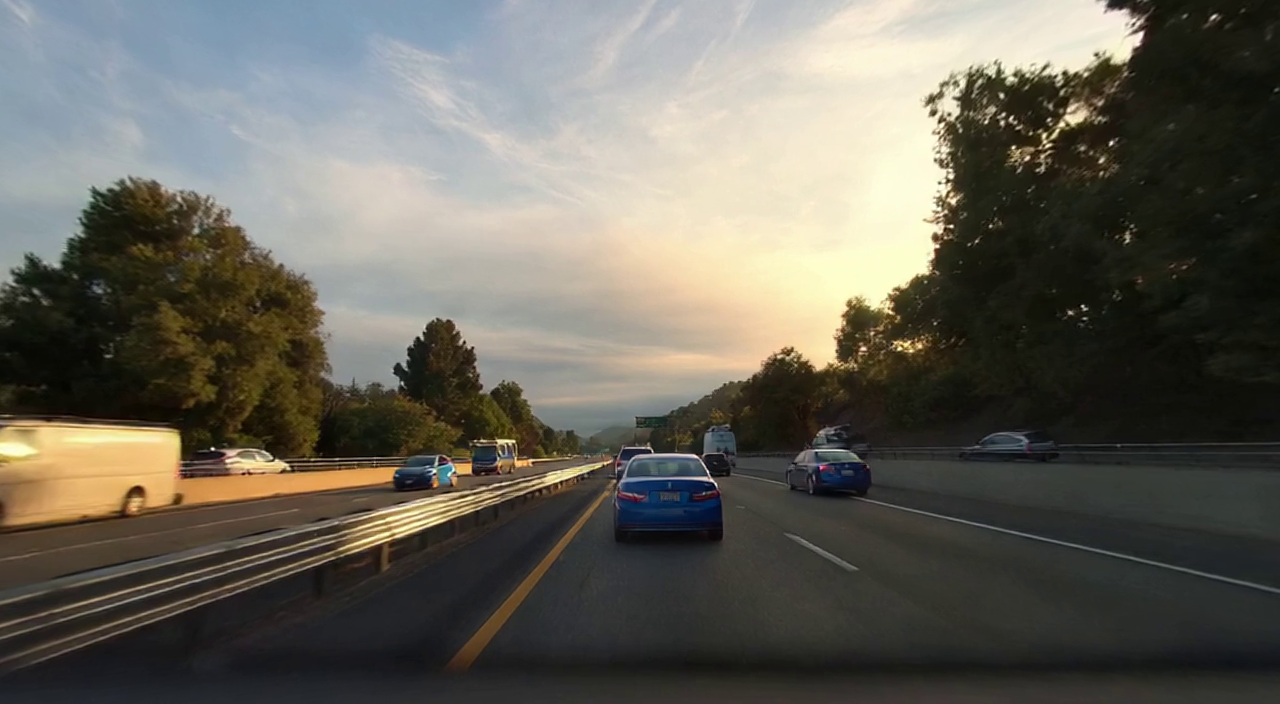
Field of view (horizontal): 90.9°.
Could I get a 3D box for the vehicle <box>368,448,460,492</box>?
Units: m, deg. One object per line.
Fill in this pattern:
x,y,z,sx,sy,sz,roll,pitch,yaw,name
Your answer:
-8.459,4.448,24.059,1.834,1.485,4.269,-1,-9,1,vehicle

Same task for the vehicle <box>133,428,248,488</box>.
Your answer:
-33.507,7.896,47.449,2.902,3.981,7.819,-3,-8,0,vehicle

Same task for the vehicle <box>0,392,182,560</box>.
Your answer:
-12.749,2.123,10.653,2.861,2.937,9.492,0,-9,0,vehicle

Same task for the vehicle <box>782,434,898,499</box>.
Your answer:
6.265,3.662,20.418,2.177,1.827,4.565,0,-9,-1,vehicle

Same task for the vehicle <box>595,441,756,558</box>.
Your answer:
0.463,2.215,10.117,2.076,1.485,3.774,0,-9,0,vehicle

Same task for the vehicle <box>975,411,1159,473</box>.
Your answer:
31.547,6.967,48.093,2.822,3.996,14.073,1,-9,-7,vehicle
